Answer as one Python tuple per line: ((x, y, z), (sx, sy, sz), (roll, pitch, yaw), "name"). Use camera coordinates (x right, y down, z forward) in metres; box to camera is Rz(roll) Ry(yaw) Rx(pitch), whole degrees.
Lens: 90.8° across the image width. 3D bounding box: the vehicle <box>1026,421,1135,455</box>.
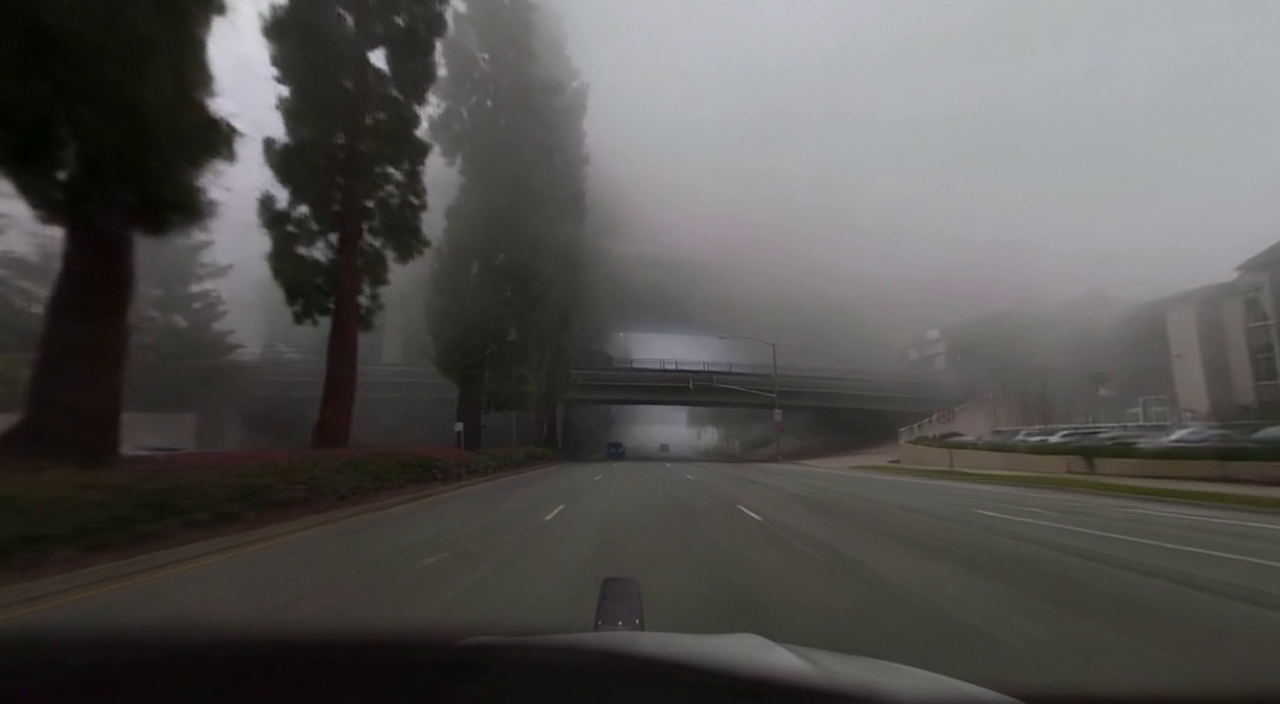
((19.857, 3.893, 28.580), (3.688, 1.489, 1.667), (1, -9, -4), "vehicle")
